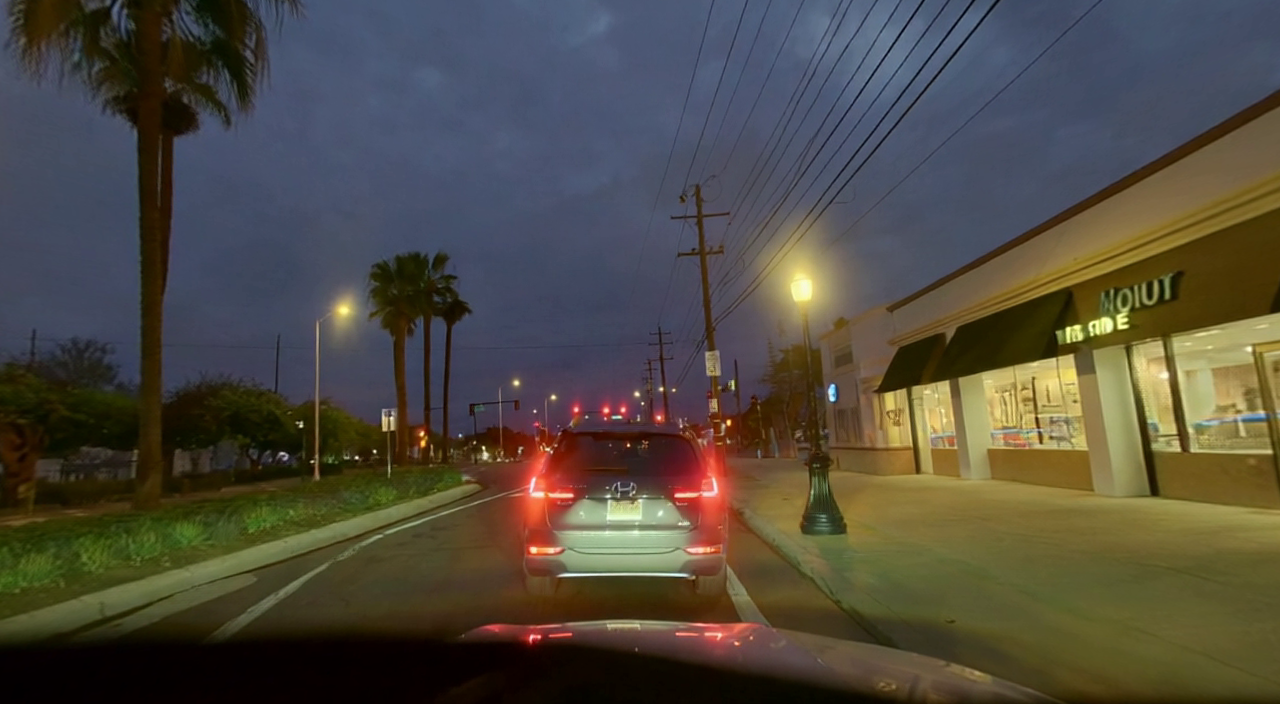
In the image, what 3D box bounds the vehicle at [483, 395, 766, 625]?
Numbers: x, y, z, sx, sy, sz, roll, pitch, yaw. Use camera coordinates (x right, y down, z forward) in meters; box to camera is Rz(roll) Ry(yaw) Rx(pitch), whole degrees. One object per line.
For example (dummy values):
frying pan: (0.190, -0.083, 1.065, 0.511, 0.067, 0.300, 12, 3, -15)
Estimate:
vehicle: (-0.200, 1.449, 6.683, 2.105, 1.702, 3.750, 0, -8, -3)
